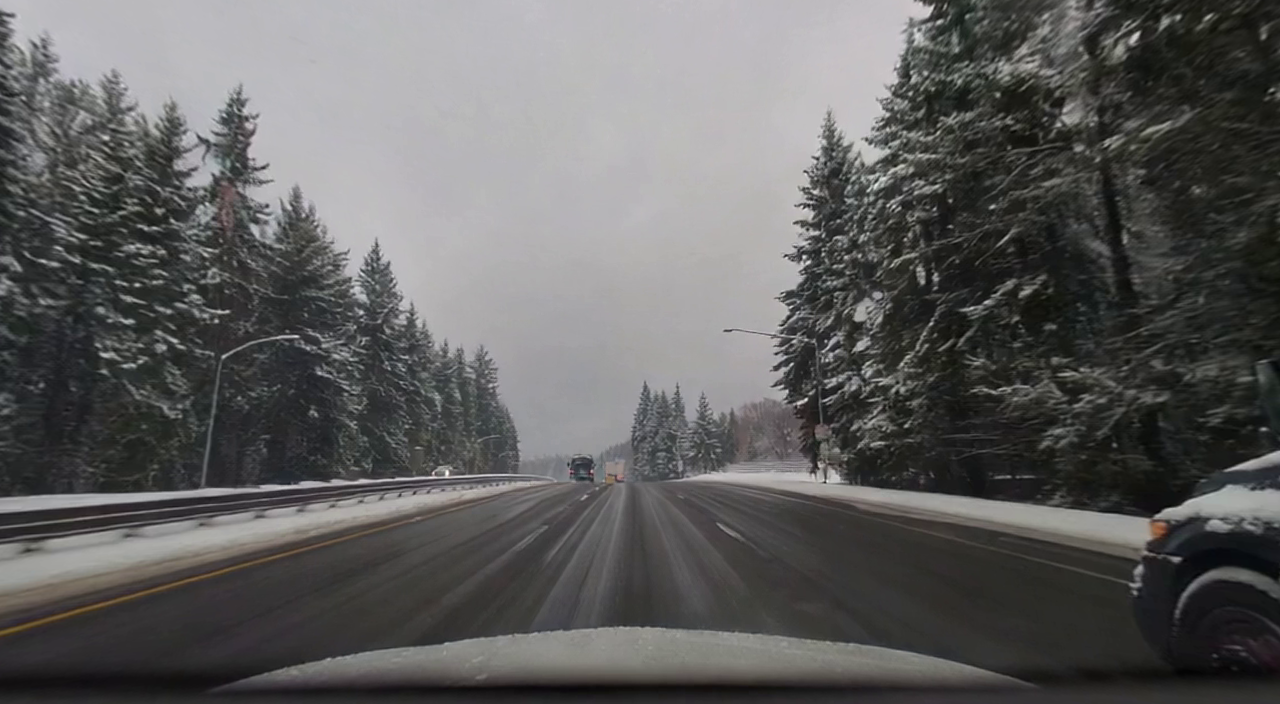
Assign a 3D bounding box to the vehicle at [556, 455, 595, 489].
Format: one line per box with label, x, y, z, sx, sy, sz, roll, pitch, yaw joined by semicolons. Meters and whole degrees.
vehicle;-4.591;8.616;45.802;2.323;2.252;4.808;0;-9;-1
